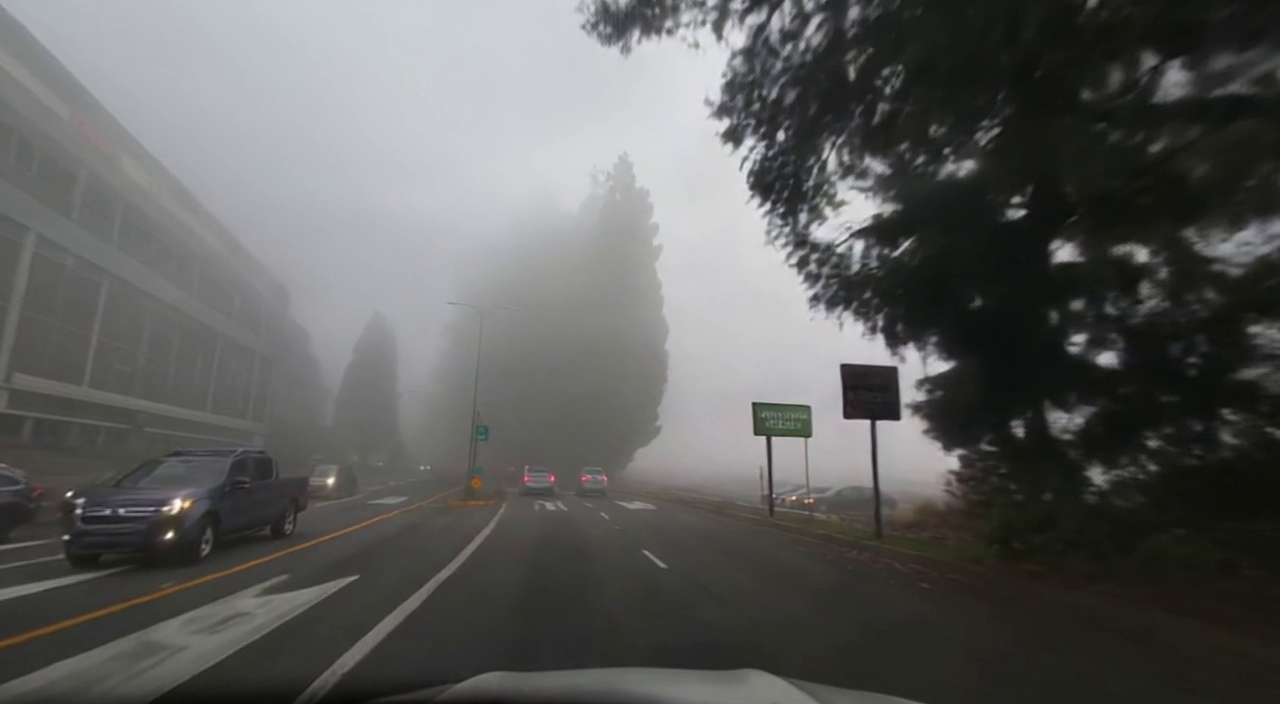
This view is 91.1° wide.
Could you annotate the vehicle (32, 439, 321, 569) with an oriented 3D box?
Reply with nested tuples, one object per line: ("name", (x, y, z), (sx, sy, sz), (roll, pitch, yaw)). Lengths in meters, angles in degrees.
("vehicle", (-7.393, 2.468, 10.794), (2.011, 1.701, 4.519), (2, -11, -9))

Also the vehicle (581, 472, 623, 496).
("vehicle", (-2.115, 7.175, 34.206), (1.775, 1.186, 2.933), (3, -11, -12))

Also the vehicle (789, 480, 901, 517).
("vehicle", (9.010, 6.462, 27.811), (4.302, 1.456, 1.832), (1, -10, -3))

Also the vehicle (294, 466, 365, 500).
("vehicle", (-14.209, 5.990, 28.959), (1.839, 1.456, 3.859), (3, -11, -10))

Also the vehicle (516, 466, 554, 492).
("vehicle", (-6.407, 7.653, 38.047), (2.005, 1.498, 3.643), (3, -11, -13))
